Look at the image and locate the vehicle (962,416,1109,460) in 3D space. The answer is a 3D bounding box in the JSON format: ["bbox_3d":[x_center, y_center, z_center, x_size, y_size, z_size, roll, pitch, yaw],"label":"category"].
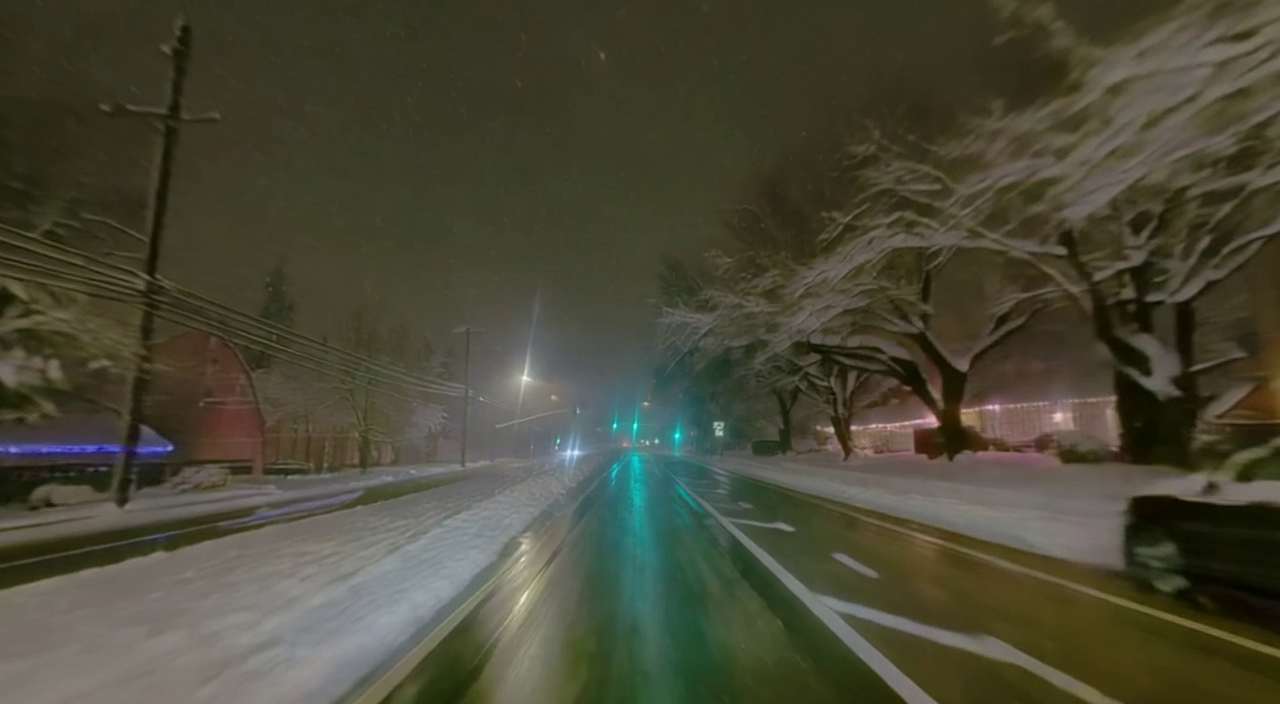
[{"bbox_3d":[16.294,3.596,26.221,4.655,1.511,2.045,-3,-9,-1],"label":"vehicle"}]

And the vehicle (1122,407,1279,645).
[{"bbox_3d":[5.217,0.990,3.036,2.098,1.522,4.629,1,-8,-1],"label":"vehicle"}]
